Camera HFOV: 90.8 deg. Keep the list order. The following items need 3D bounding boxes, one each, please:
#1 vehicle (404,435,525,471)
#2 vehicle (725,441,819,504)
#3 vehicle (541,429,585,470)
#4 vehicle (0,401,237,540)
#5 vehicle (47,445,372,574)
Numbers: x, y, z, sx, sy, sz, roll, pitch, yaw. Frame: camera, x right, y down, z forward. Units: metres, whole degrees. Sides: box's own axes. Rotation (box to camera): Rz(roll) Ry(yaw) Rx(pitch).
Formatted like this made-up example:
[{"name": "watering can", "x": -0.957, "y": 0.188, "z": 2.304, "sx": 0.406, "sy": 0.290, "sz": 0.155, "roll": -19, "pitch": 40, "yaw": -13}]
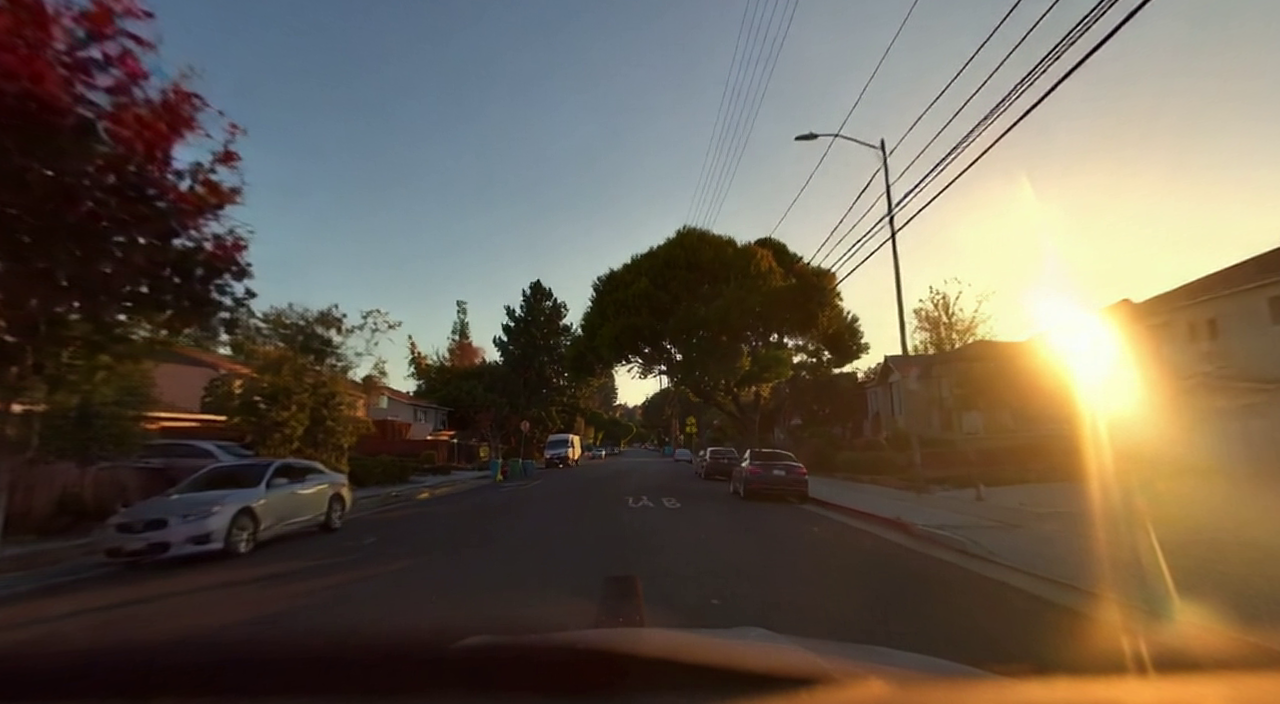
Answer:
[{"name": "vehicle", "x": -10.551, "y": 6.121, "z": 38.335, "sx": 6.540, "sy": 2.079, "sz": 2.565, "roll": 0, "pitch": -9, "yaw": 1}, {"name": "vehicle", "x": 3.473, "y": 3.236, "z": 17.419, "sx": 1.903, "sy": 1.500, "sz": 4.057, "roll": 0, "pitch": -9, "yaw": 3}, {"name": "vehicle", "x": -5.864, "y": 7.488, "z": 48.674, "sx": 2.313, "sy": 2.875, "sz": 6.057, "roll": -3, "pitch": -9, "yaw": 2}, {"name": "vehicle", "x": -11.228, "y": 2.116, "z": 11.591, "sx": 2.416, "sy": 2.211, "sz": 6.384, "roll": -2, "pitch": -9, "yaw": 14}, {"name": "vehicle", "x": -6.595, "y": 2.395, "z": 10.558, "sx": 2.062, "sy": 1.500, "sz": 4.629, "roll": -3, "pitch": -8, "yaw": 3}]
